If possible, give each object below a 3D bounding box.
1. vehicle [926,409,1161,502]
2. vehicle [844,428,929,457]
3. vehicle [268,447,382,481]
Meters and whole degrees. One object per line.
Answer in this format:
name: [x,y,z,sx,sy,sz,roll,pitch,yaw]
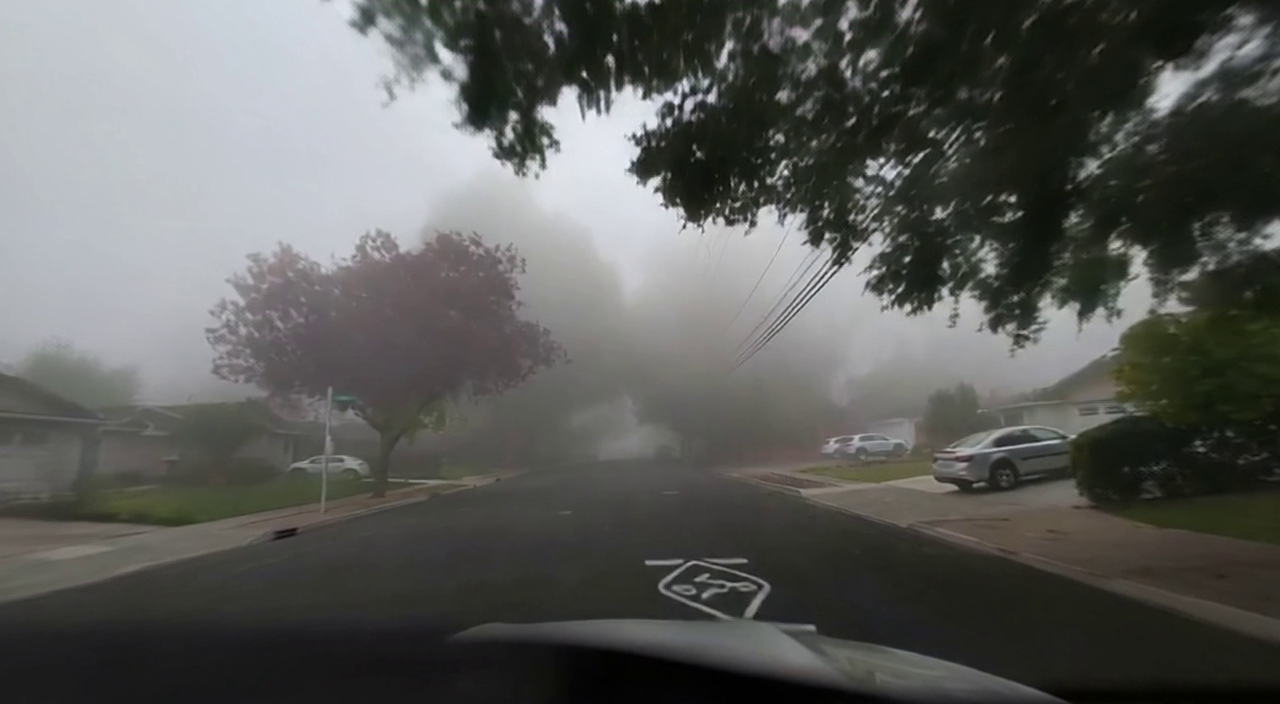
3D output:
vehicle: [10.273,2.656,16.320,4.697,1.604,1.838,-8,-8,-3]
vehicle: [15.765,5.832,40.592,4.562,1.832,1.987,0,-9,-2]
vehicle: [-14.500,5.122,29.141,4.477,1.449,1.922,5,-10,-31]
